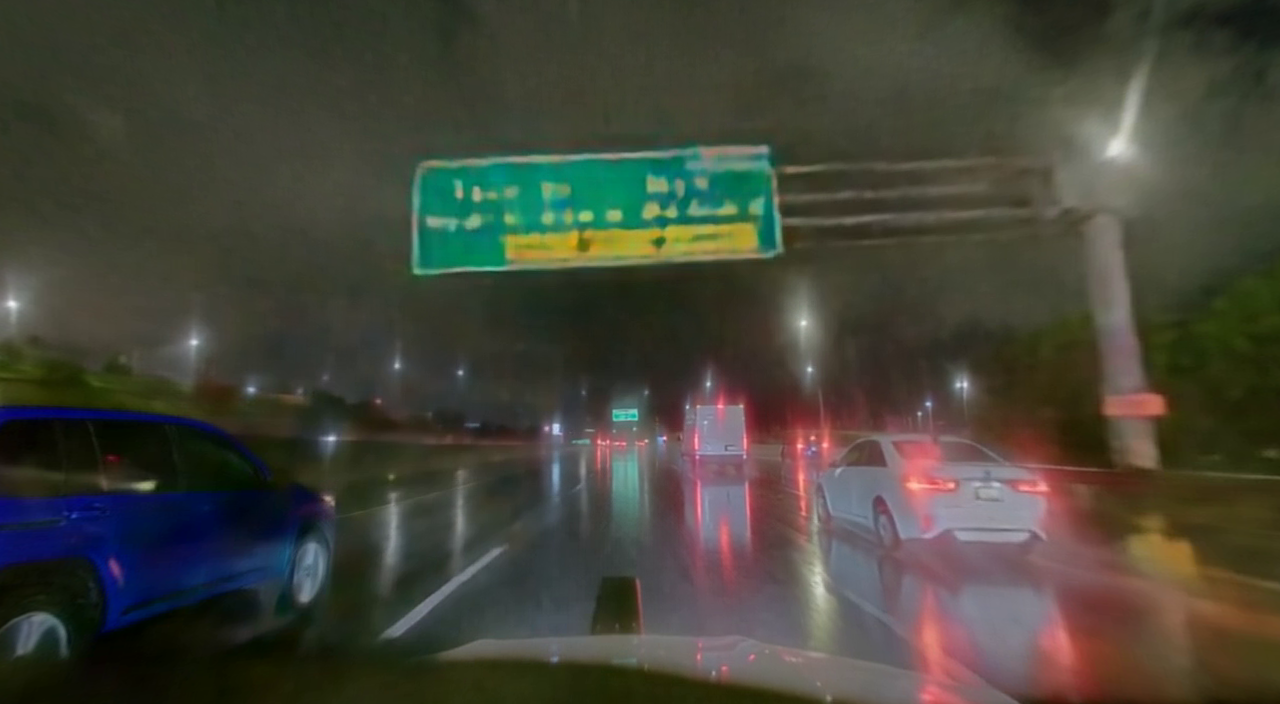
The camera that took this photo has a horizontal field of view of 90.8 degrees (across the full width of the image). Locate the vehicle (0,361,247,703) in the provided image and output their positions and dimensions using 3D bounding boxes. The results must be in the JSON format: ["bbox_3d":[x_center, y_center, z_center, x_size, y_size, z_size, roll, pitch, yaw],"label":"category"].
[{"bbox_3d":[-3.899,0.817,2.473,2.000,1.646,4.201,0,-8,0],"label":"vehicle"}]

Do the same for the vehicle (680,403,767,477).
[{"bbox_3d":[3.272,3.742,26.688,2.629,2.718,6.740,0,-8,-1],"label":"vehicle"}]

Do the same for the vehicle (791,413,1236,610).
[{"bbox_3d":[3.525,1.611,7.503,2.108,1.509,5.059,0,-8,-1],"label":"vehicle"}]
